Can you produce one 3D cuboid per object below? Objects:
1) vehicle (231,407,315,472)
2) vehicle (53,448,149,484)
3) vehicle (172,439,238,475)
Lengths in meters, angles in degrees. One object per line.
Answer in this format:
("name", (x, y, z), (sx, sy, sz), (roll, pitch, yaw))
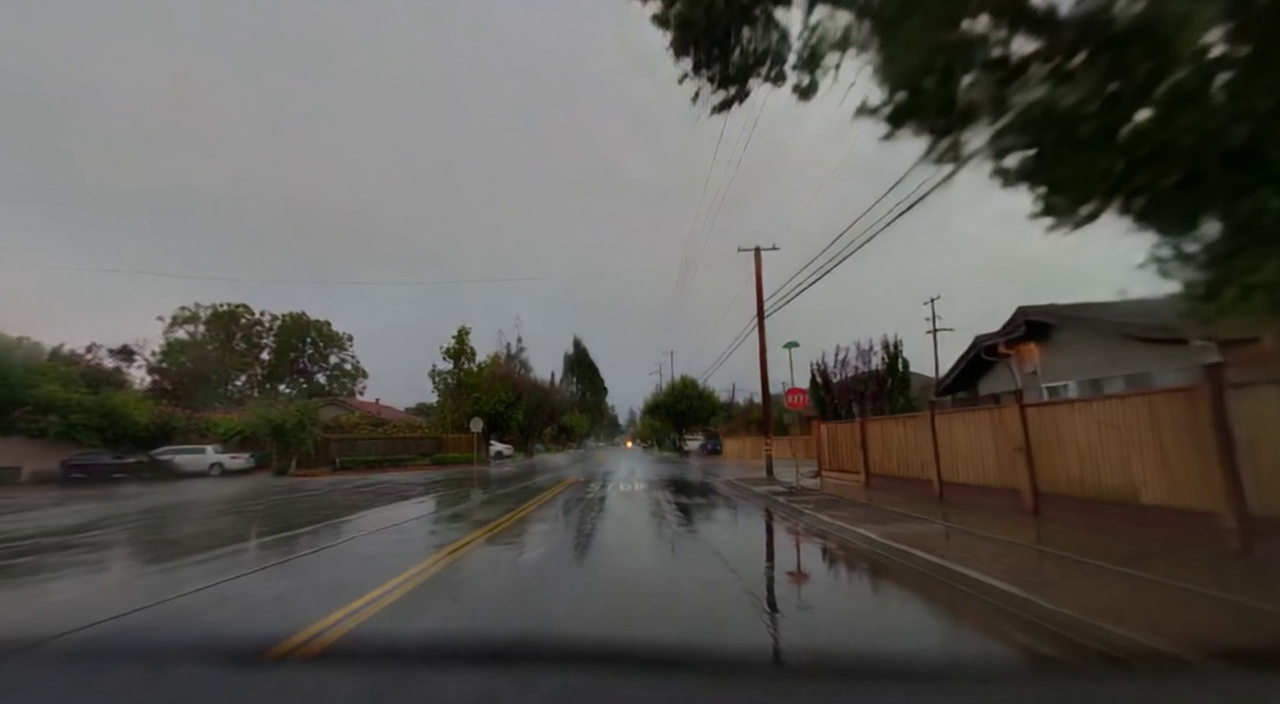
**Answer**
("vehicle", (-20.262, 5.131, 35.425), (2.842, 3.181, 8.576), (5, -12, -23))
("vehicle", (-24.134, 5.069, 28.493), (1.955, 1.448, 4.542), (4, -9, -23))
("vehicle", (-23.776, 5.745, 34.685), (2.083, 1.802, 4.455), (4, -9, -24))
